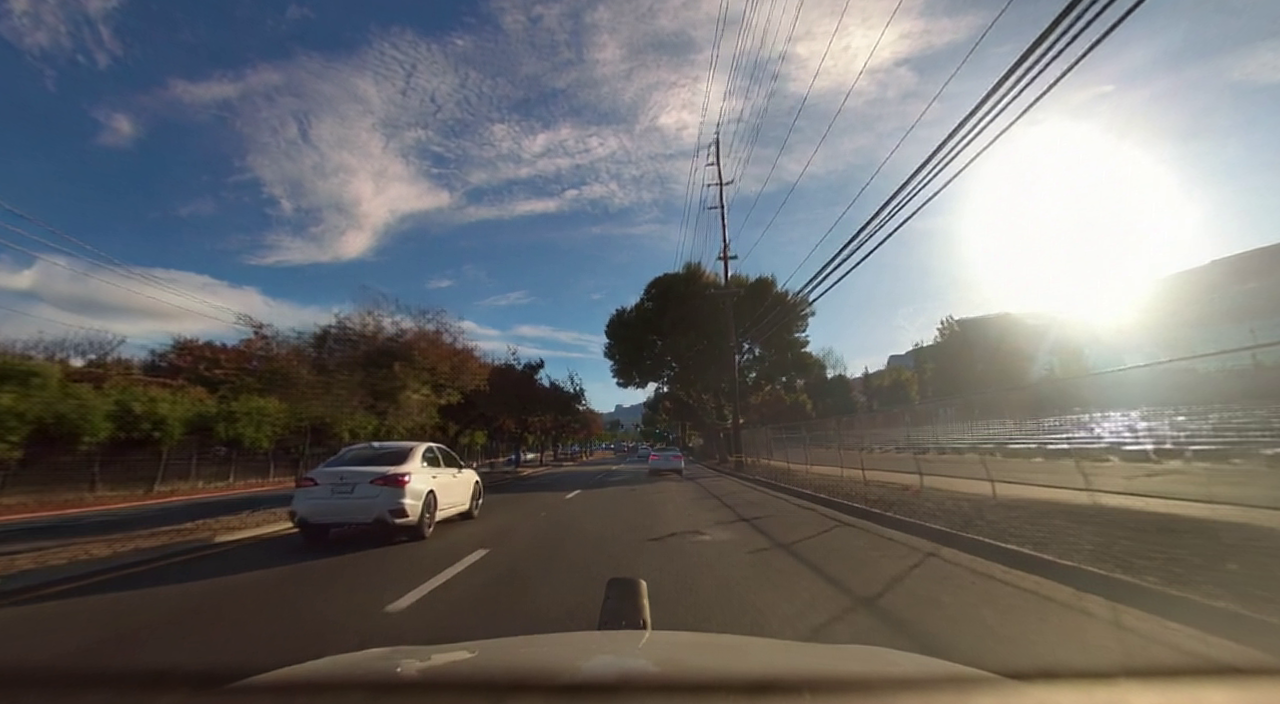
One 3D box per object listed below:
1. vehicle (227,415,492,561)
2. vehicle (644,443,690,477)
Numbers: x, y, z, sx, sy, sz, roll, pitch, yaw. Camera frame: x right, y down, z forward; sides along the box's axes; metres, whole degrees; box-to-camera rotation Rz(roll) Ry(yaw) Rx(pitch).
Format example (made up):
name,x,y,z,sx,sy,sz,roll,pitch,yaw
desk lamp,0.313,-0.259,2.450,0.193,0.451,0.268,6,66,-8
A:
name,x,y,z,sx,sy,sz,roll,pitch,yaw
vehicle,-3.836,1.933,9.654,1.950,1.692,4.397,0,-8,1
vehicle,1.247,5.147,30.230,2.059,1.486,3.980,0,-8,1
